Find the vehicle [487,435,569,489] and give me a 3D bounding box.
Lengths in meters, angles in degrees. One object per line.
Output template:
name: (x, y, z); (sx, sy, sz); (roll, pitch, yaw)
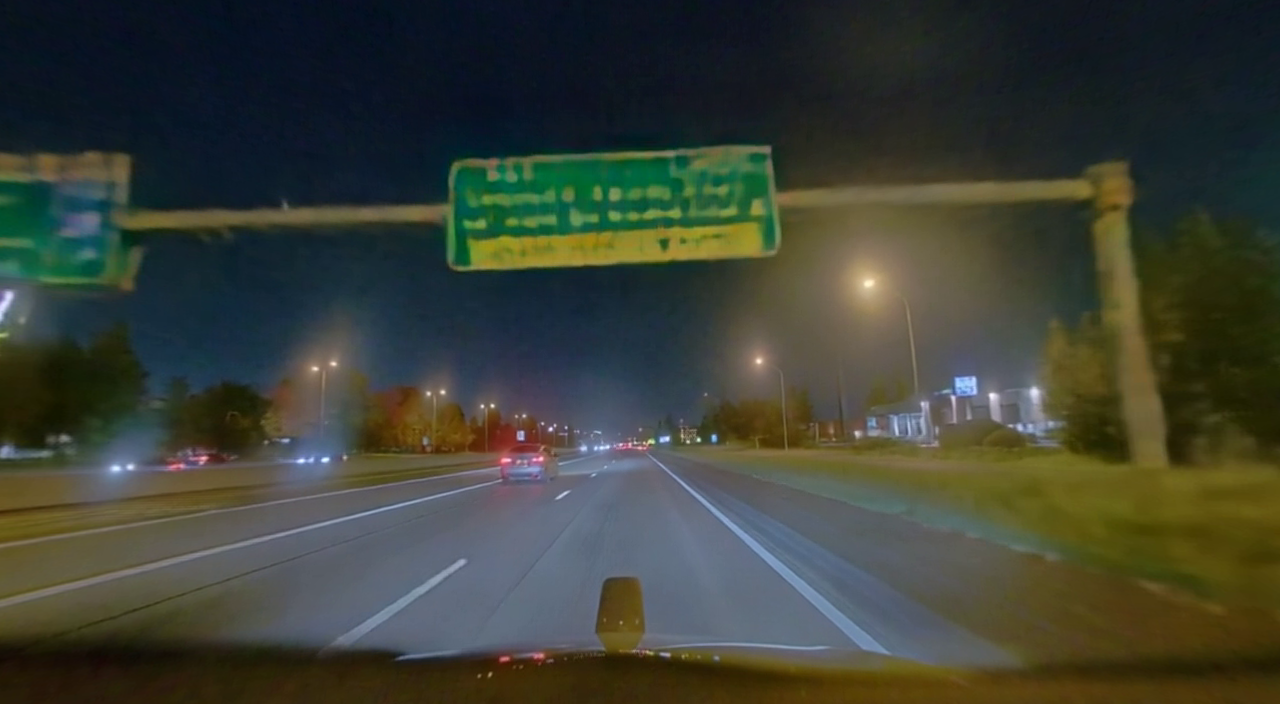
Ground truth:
vehicle: (-4.008, 4.031, 23.547); (2.150, 1.761, 4.697); (0, -8, 1)
